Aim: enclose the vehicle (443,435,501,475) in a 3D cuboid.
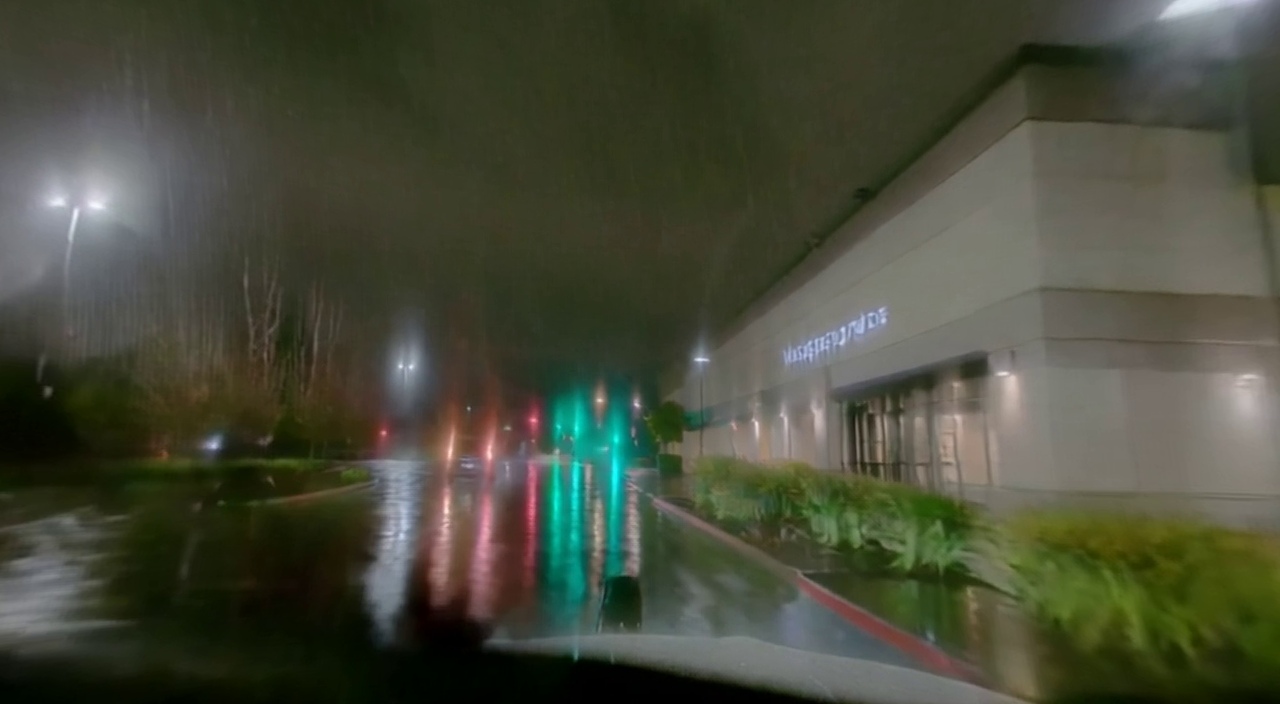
[{"bbox_3d":[-8.264,5.100,31.578,2.180,1.806,4.541,1,-8,-7],"label":"vehicle"}]
